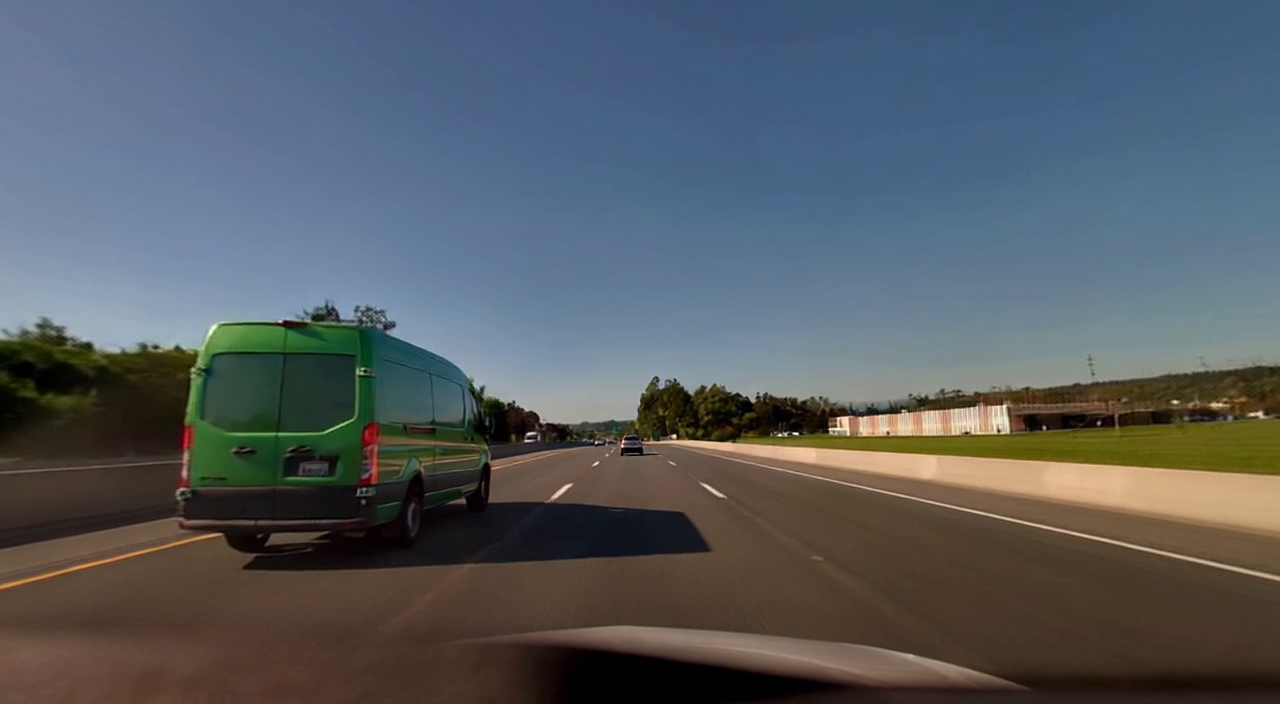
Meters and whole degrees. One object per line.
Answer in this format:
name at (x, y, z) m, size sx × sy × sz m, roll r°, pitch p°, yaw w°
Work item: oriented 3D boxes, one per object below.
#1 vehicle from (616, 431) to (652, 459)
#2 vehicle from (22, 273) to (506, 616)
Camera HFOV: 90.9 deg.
vehicle at (-0.370, 5.718, 38.996) m, size 2.104 × 1.646 × 4.176 m, roll 0°, pitch -8°, yaw -1°
vehicle at (-3.414, 1.047, 7.705) m, size 2.424 × 2.577 × 5.828 m, roll 0°, pitch -8°, yaw -2°
